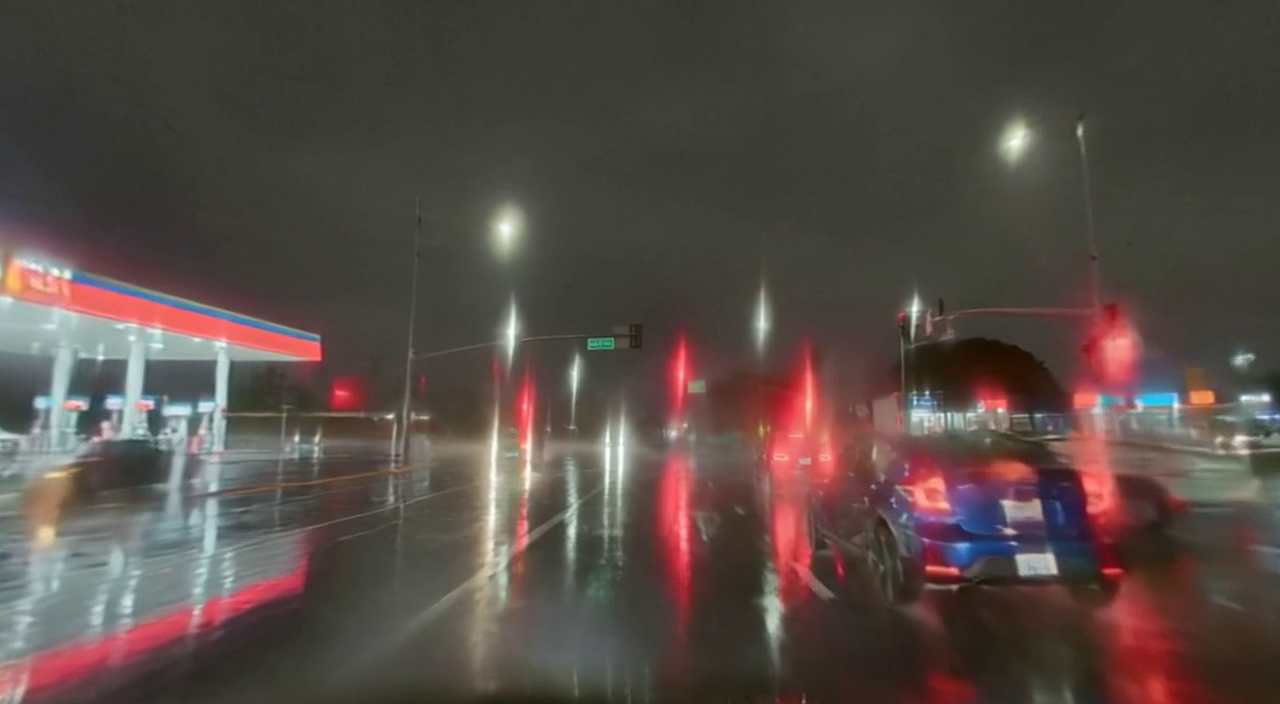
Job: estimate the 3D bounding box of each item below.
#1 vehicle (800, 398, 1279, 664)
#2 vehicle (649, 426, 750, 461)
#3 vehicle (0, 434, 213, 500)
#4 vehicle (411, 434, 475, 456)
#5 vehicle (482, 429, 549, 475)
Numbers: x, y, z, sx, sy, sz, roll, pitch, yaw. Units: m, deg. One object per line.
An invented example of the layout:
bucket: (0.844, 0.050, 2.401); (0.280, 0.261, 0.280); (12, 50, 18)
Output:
vehicle: (3.031, 1.366, 5.933); (1.995, 1.525, 4.392); (-1, -8, 2)
vehicle: (3.184, 4.994, 34.296); (5.107, 1.775, 1.992); (-5, -10, 31)
vehicle: (-14.207, 2.936, 16.541); (1.854, 1.501, 4.561); (-7, -11, 37)
vehicle: (-14.226, 6.732, 45.507); (4.806, 1.482, 1.862); (-6, -10, 35)
vehicle: (-5.216, 4.085, 26.000); (2.196, 1.696, 4.484); (2, -9, -17)
